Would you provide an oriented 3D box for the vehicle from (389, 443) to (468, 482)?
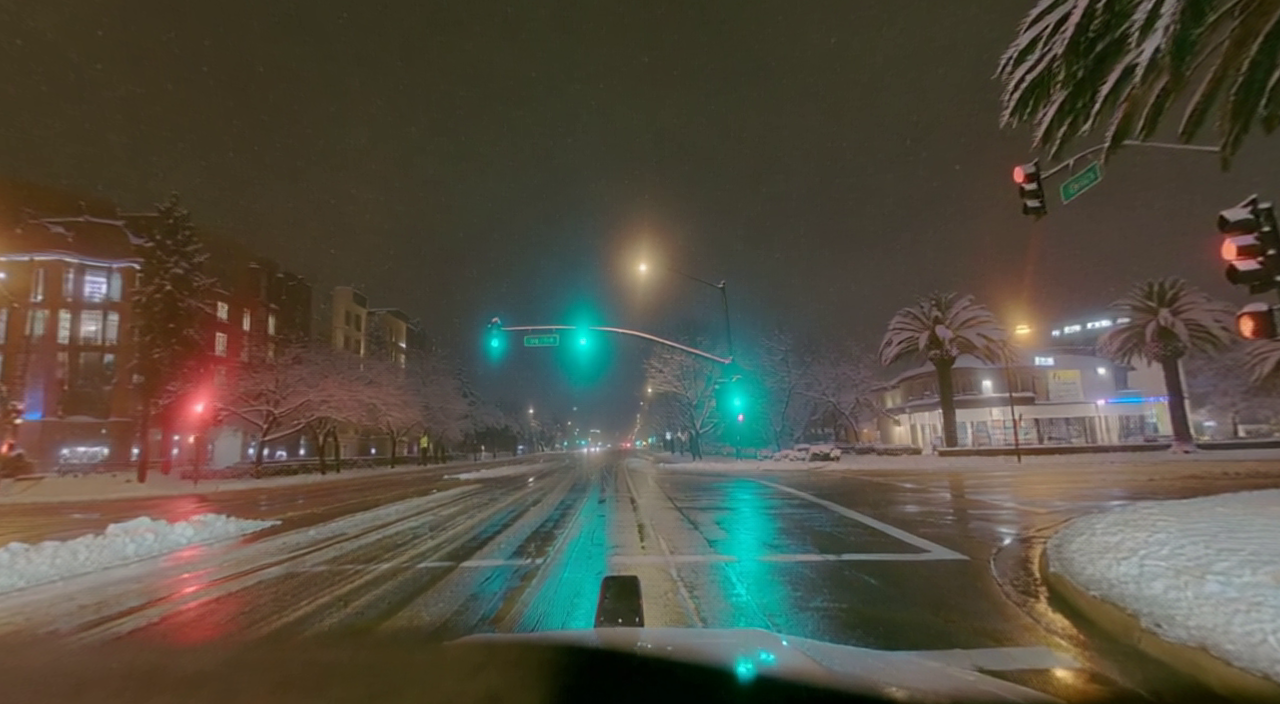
[{"bbox_3d":[-10.732,5.606,32.361,2.270,1.833,4.860,0,-9,1],"label":"vehicle"}]
